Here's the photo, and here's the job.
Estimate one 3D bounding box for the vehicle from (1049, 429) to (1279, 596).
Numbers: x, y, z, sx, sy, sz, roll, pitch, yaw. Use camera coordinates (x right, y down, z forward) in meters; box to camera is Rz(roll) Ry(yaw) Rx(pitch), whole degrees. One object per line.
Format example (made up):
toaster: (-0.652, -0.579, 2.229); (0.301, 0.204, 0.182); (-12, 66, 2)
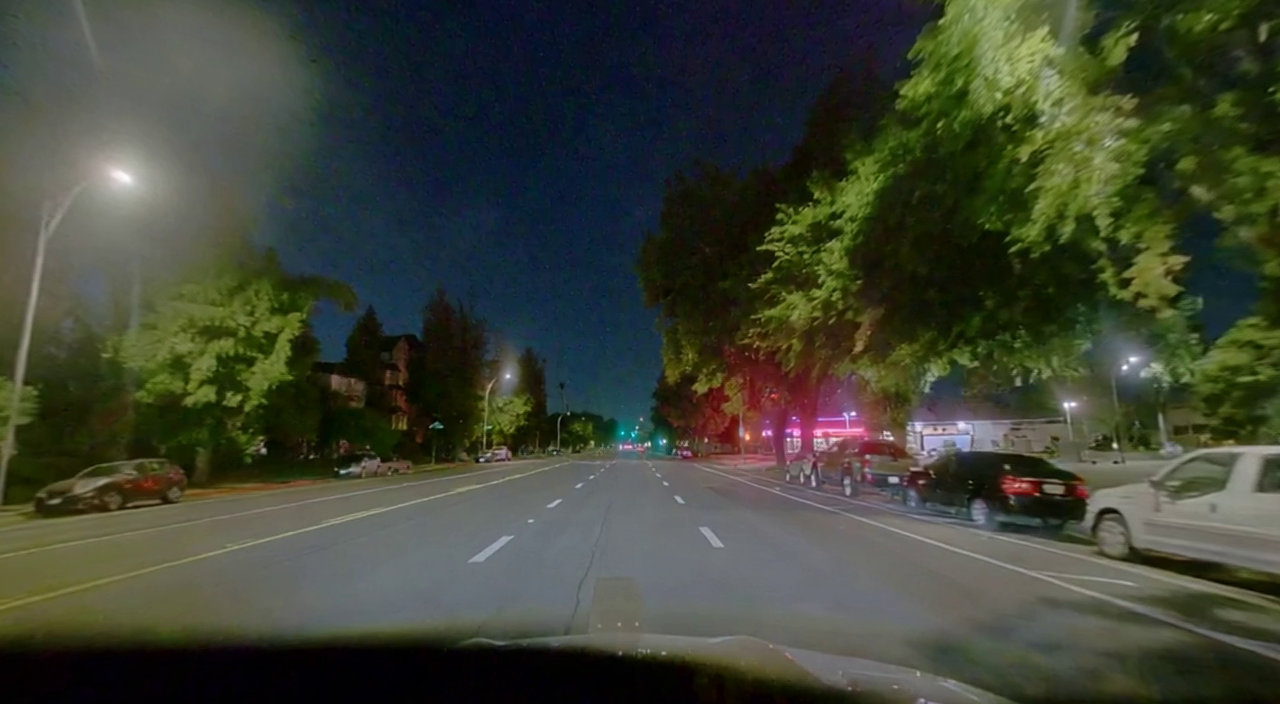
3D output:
vehicle: (7.389, 1.734, 7.180); (1.975, 1.656, 5.200); (0, -9, 0)

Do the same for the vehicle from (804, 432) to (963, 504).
vehicle: (7.346, 3.588, 20.090); (2.610, 1.915, 6.019); (0, -9, 0)

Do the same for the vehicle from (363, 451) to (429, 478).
vehicle: (-14.731, 6.822, 38.484); (2.124, 1.501, 4.807); (0, -9, -1)

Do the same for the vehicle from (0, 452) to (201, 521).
vehicle: (-14.840, 3.642, 17.713); (1.936, 1.646, 4.375); (0, -9, -1)

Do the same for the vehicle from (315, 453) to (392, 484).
vehicle: (-14.889, 6.045, 33.119); (1.836, 1.473, 4.413); (-1, -9, 2)

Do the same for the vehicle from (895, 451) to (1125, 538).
vehicle: (7.274, 2.808, 13.153); (1.845, 1.428, 4.668); (0, -9, -2)
